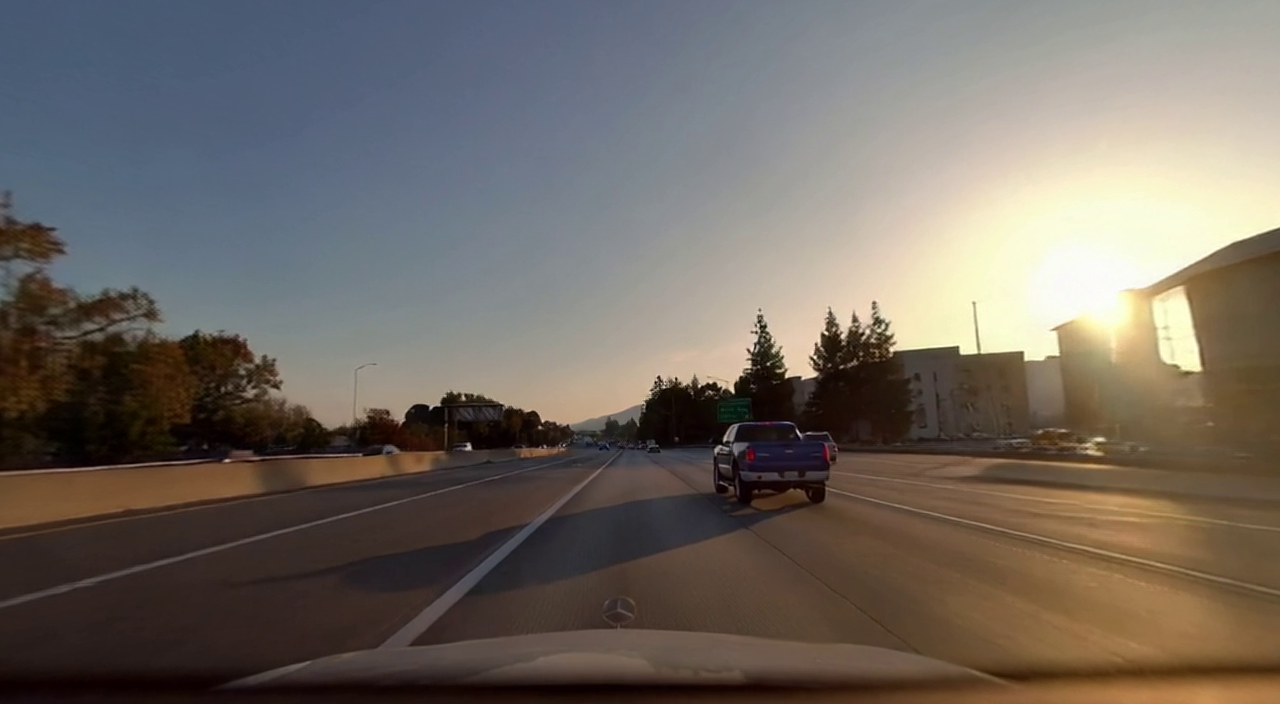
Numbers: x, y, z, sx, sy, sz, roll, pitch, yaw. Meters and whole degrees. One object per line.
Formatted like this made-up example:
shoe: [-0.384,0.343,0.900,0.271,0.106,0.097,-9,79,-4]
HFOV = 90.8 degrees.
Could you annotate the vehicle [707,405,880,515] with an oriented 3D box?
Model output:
vehicle: [3.073,2.334,13.980,2.462,1.984,4.718,0,-9,-2]

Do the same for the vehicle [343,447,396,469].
vehicle: [-19.731,7.744,46.329,1.853,1.477,4.546,-1,-9,0]
